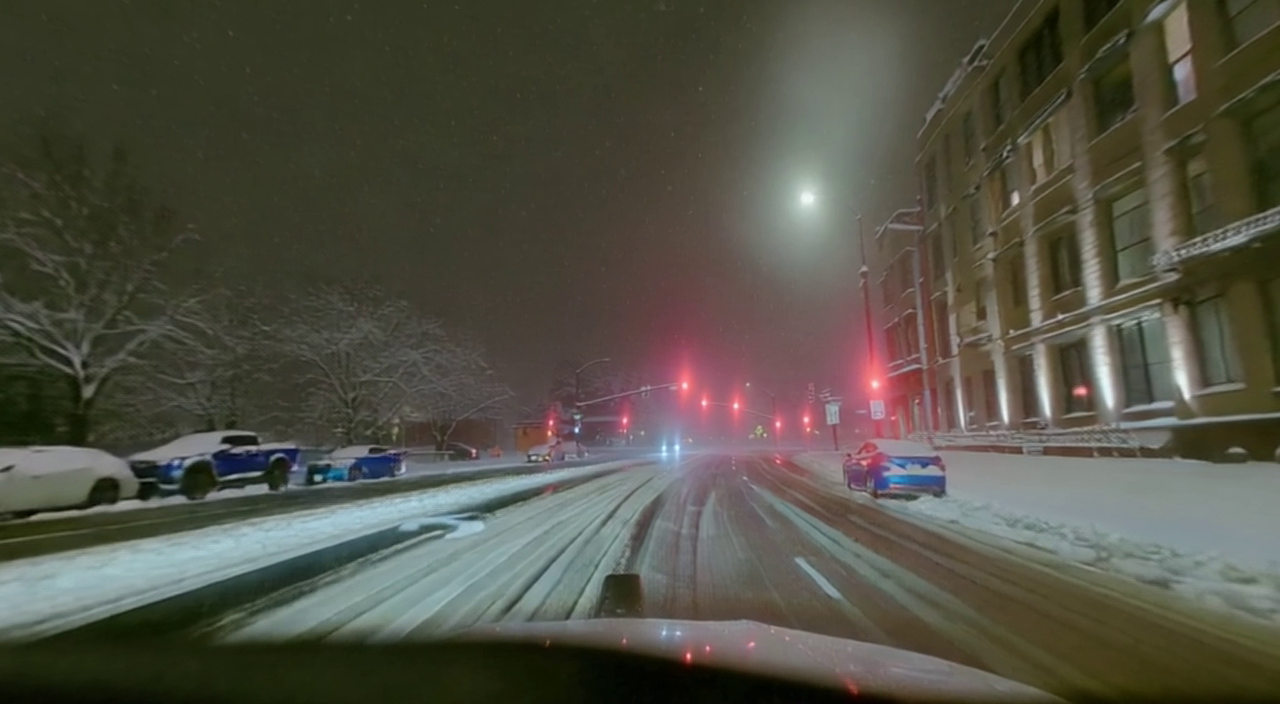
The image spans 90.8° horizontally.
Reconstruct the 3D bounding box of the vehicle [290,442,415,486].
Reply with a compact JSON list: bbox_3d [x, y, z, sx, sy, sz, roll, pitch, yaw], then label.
[{"bbox_3d":[-10.782,4.218,24.199,1.894,1.493,4.902,-1,-8,9],"label":"vehicle"}]

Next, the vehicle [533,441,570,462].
[{"bbox_3d":[-6.873,7.777,49.383,1.868,1.520,3.796,-1,-8,7],"label":"vehicle"}]

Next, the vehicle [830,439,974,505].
[{"bbox_3d":[6.723,3.098,16.970,2.010,1.473,5.353,-1,-8,5],"label":"vehicle"}]

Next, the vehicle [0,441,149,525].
[{"bbox_3d":[-12.424,2.508,12.359,1.830,1.497,4.436,-1,-8,4],"label":"vehicle"}]

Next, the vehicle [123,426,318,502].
[{"bbox_3d":[-11.745,3.151,18.211,2.083,1.882,4.642,-1,-8,6],"label":"vehicle"}]
